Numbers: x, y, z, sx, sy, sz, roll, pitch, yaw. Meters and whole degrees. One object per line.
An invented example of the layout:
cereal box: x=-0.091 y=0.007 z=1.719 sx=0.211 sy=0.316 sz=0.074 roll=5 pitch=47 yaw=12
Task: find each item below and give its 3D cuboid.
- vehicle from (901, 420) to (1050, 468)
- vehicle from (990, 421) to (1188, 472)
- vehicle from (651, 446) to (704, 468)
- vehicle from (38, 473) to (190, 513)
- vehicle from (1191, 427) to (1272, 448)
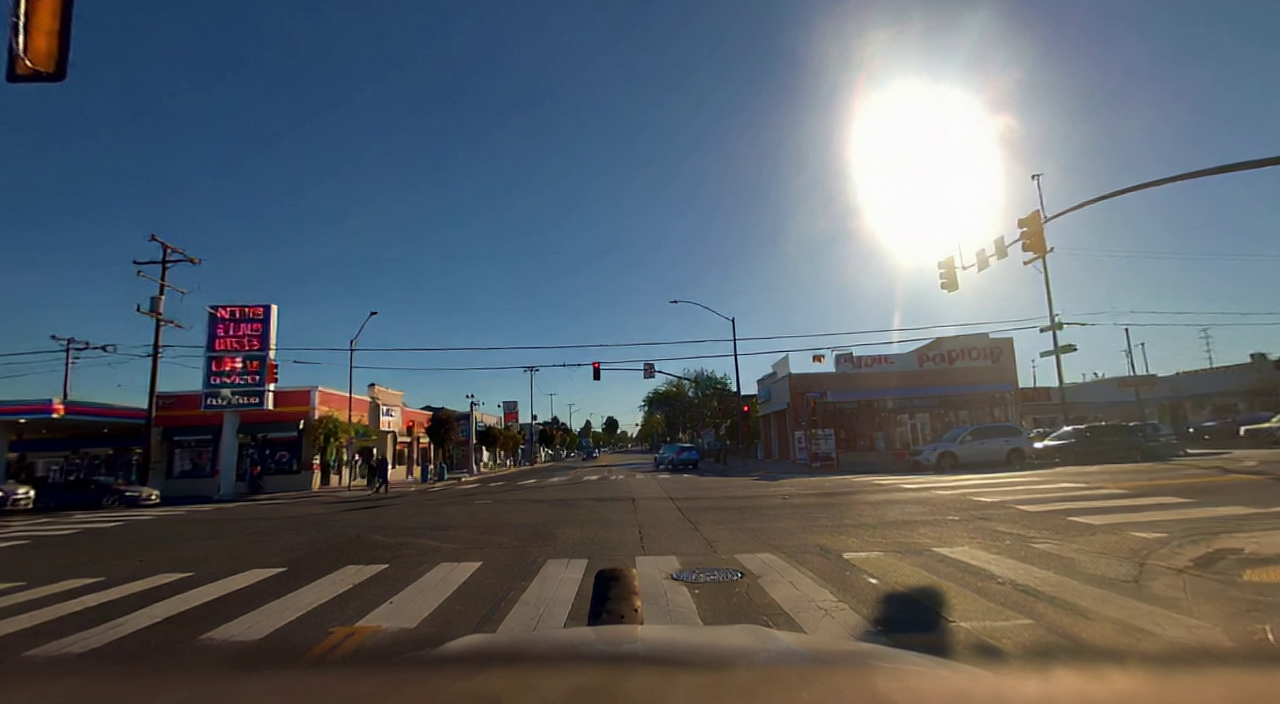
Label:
vehicle: x=13.034 y=3.646 z=24.948 sx=4.916 sy=1.730 sz=1.986 roll=-4 pitch=-9 yaw=21
vehicle: x=14.364 y=3.096 z=20.622 sx=4.835 sy=1.487 sz=1.913 roll=-4 pitch=-9 yaw=20
vehicle: x=2.627 y=7.527 z=45.623 sx=1.969 sy=1.491 sz=4.612 roll=3 pitch=-9 yaw=-23
vehicle: x=-21.283 y=5.690 z=25.665 sx=4.676 sy=1.463 sz=1.909 roll=-1 pitch=-8 yaw=6
vehicle: x=42.041 y=6.062 z=44.909 sx=4.347 sy=1.446 sz=1.777 roll=1 pitch=-9 yaw=-9
